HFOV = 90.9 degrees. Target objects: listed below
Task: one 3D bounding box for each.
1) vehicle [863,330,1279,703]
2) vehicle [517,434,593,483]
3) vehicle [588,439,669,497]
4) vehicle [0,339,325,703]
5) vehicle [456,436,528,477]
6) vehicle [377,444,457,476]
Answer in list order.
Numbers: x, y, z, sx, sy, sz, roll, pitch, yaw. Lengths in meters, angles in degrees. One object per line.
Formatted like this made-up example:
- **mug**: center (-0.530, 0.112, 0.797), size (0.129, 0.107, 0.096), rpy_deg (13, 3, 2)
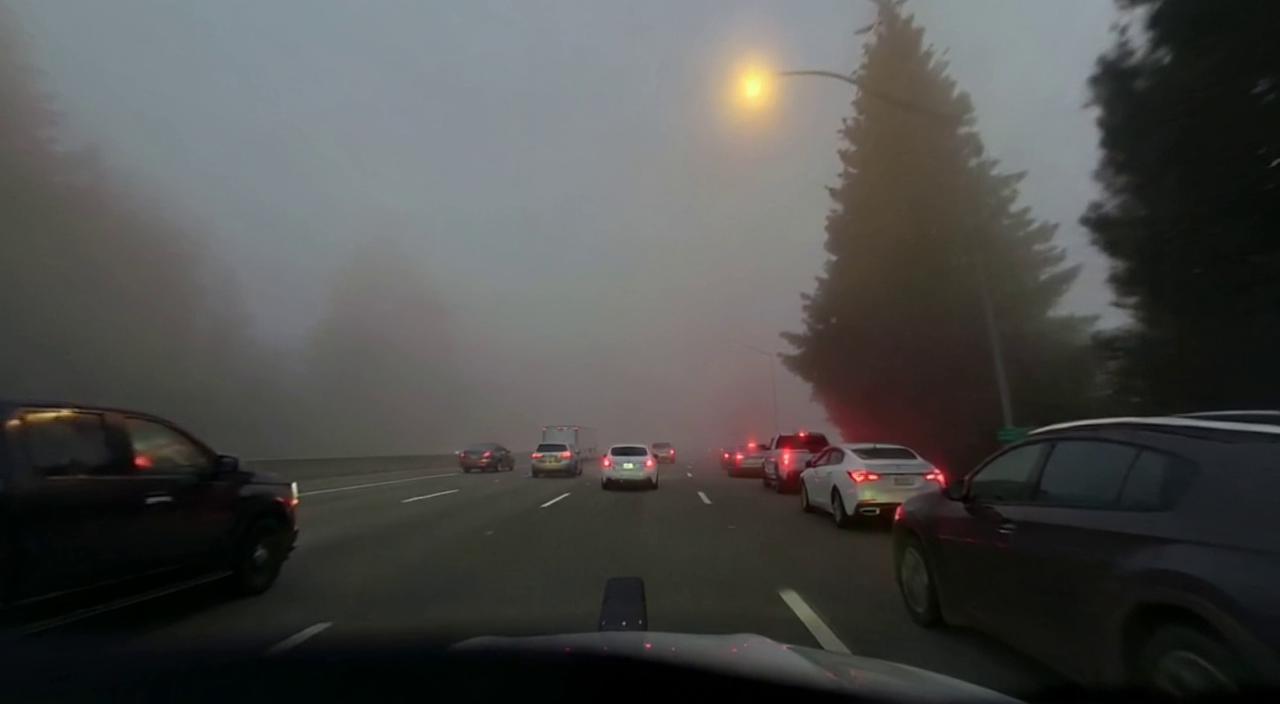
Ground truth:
- **vehicle**: center (2.777, 0.900, 2.681), size (1.964, 1.631, 4.837), rpy_deg (0, -8, 1)
- **vehicle**: center (-3.193, 4.103, 24.658), size (2.153, 1.726, 4.546), rpy_deg (0, -8, 3)
- **vehicle**: center (-0.242, 3.263, 18.164), size (2.070, 1.456, 4.029), rpy_deg (0, -8, 2)
- **vehicle**: center (-4.116, 0.873, 3.150), size (2.110, 1.811, 5.585), rpy_deg (0, -8, 1)
- **vehicle**: center (-6.630, 4.741, 28.798), size (2.023, 1.693, 4.386), rpy_deg (-1, -8, 3)
- **vehicle**: center (-10.883, 5.277, 31.173), size (1.903, 1.460, 4.958), rpy_deg (-1, -8, 3)
